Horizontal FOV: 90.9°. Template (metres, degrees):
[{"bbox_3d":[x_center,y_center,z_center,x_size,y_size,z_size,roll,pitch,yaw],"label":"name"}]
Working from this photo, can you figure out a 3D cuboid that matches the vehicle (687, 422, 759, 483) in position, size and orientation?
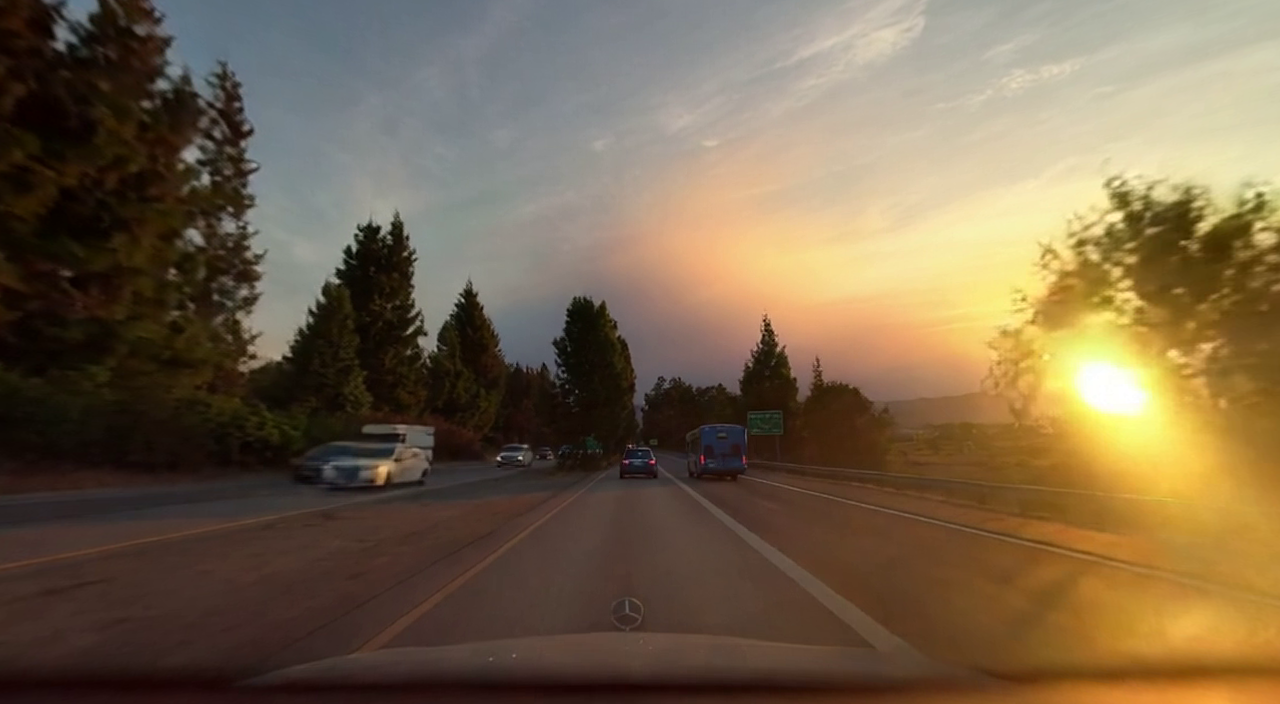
[{"bbox_3d":[3.853,4.886,30.650,2.513,2.633,5.930,0,-9,-1],"label":"vehicle"}]

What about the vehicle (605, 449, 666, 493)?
[{"bbox_3d":[-0.189,4.295,23.063,2.037,1.417,3.885,0,-9,-1],"label":"vehicle"}]

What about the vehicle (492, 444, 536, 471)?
[{"bbox_3d":[-7.844,6.606,39.629,1.914,1.609,4.184,0,-9,0],"label":"vehicle"}]

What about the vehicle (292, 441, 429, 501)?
[{"bbox_3d":[-7.686,3.312,17.884,1.888,1.466,4.355,0,-9,0],"label":"vehicle"}]
